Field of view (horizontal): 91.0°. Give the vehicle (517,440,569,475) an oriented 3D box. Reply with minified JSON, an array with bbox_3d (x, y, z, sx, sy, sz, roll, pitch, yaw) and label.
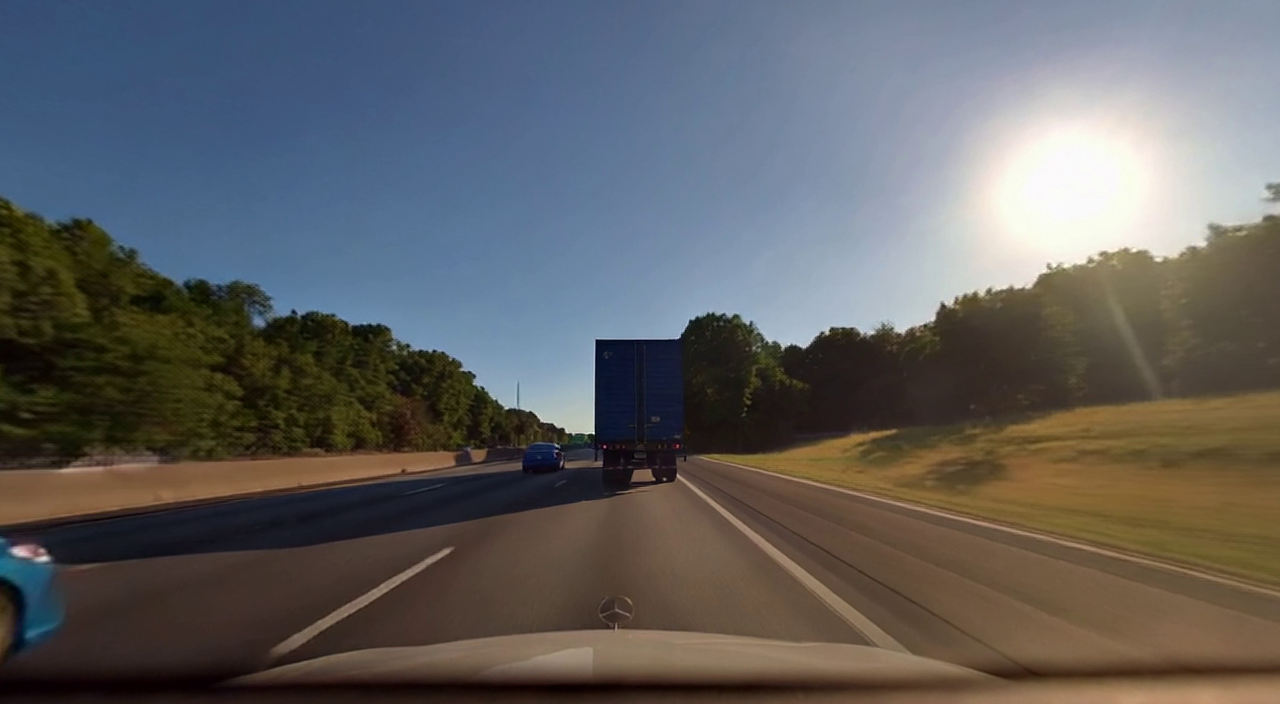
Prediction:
[{"bbox_3d":[-4.601,5.029,30.378,1.854,1.530,4.268,0,-8,0],"label":"vehicle"}]

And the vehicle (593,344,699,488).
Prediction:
[{"bbox_3d":[0.067,2.592,23.739,3.073,4.196,10.546,0,-8,-1],"label":"vehicle"}]
